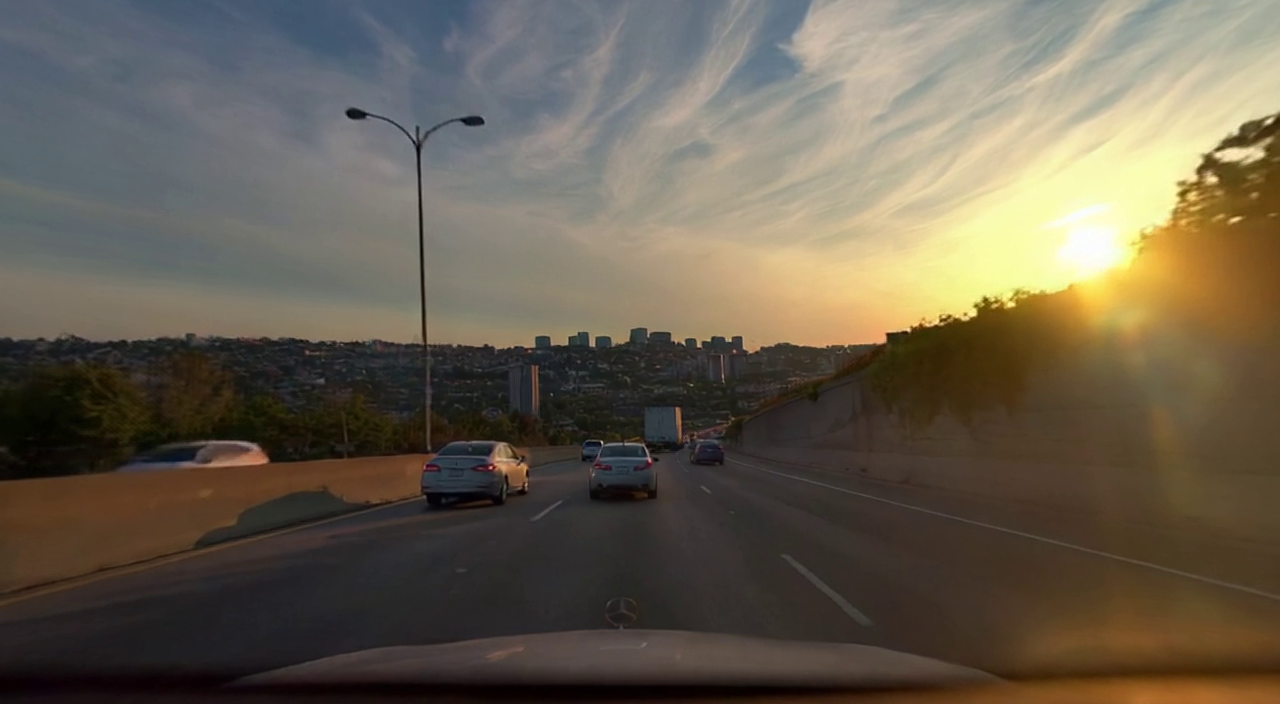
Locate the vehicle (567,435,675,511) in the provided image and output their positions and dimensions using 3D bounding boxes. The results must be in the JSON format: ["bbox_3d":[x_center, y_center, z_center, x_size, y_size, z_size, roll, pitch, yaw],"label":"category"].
[{"bbox_3d":[-0.329,2.689,14.505,2.136,1.470,3.971,-1,-9,1],"label":"vehicle"}]

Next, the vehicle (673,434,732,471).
[{"bbox_3d":[2.983,4.933,31.123,2.166,1.666,4.618,0,-9,-3],"label":"vehicle"}]

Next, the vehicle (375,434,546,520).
[{"bbox_3d":[-3.542,2.586,13.678,2.130,1.474,5.027,-1,-9,1],"label":"vehicle"}]
